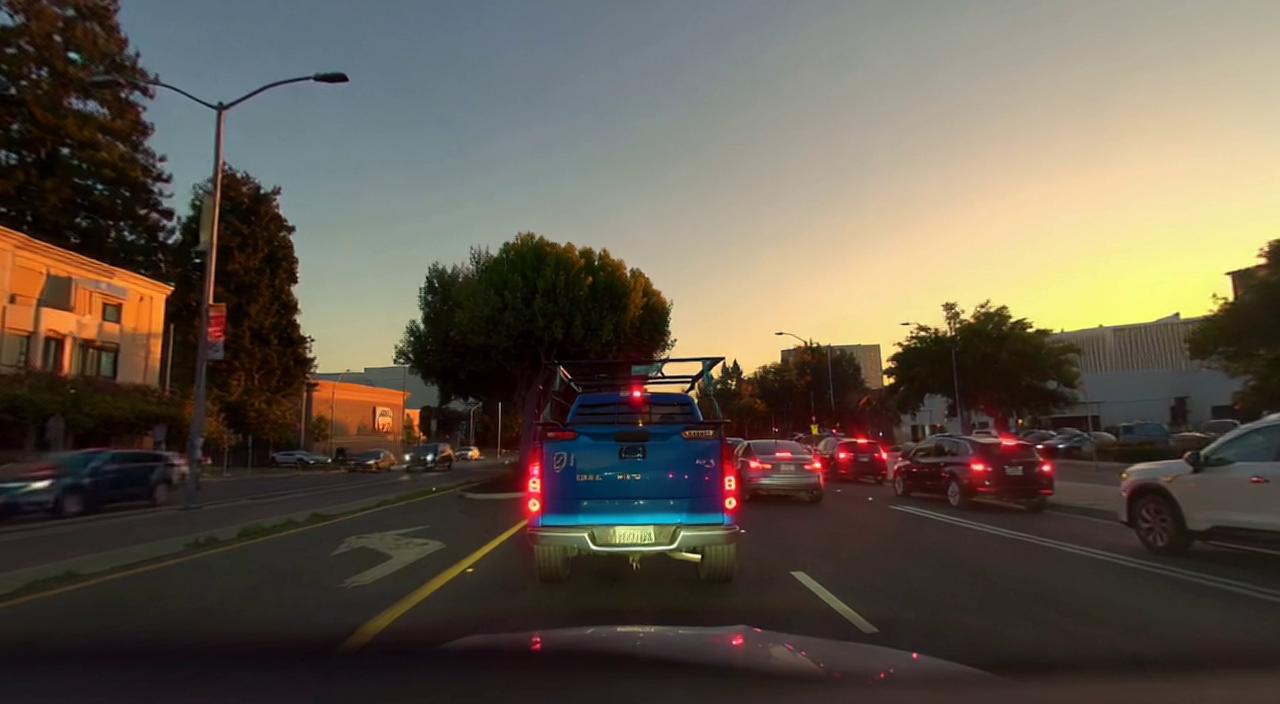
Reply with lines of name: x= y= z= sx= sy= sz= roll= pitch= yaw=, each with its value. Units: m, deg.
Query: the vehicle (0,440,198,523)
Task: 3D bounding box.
vehicle: x=-11.985 y=2.752 z=13.914 sx=1.781 sy=1.558 sz=3.688 roll=0 pitch=-9 yaw=0

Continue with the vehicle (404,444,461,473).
vehicle: x=-12.515 y=6.423 z=38.366 sx=1.928 sy=1.591 sz=4.509 roll=0 pitch=-9 yaw=0

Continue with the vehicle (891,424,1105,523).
vehicle: x=7.069 y=2.436 z=13.149 sx=1.931 sy=1.692 sz=4.267 roll=0 pitch=-9 yaw=0

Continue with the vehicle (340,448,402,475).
vehicle: x=-16.044 y=6.530 z=37.888 sx=1.805 sy=1.466 sz=4.341 roll=0 pitch=-9 yaw=0

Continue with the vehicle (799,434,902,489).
vehicle: x=7.073 y=3.722 z=21.787 sx=1.953 sy=1.665 sz=4.327 roll=0 pitch=-9 yaw=-2

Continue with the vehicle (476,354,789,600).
vehicle: x=-0.106 y=1.490 z=8.387 sx=2.682 sy=2.117 sz=5.706 roll=0 pitch=-9 yaw=-1

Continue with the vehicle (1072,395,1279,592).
vehicle: x=6.822 y=1.342 z=6.128 sx=2.023 sy=1.771 sz=4.488 roll=0 pitch=-9 yaw=0
